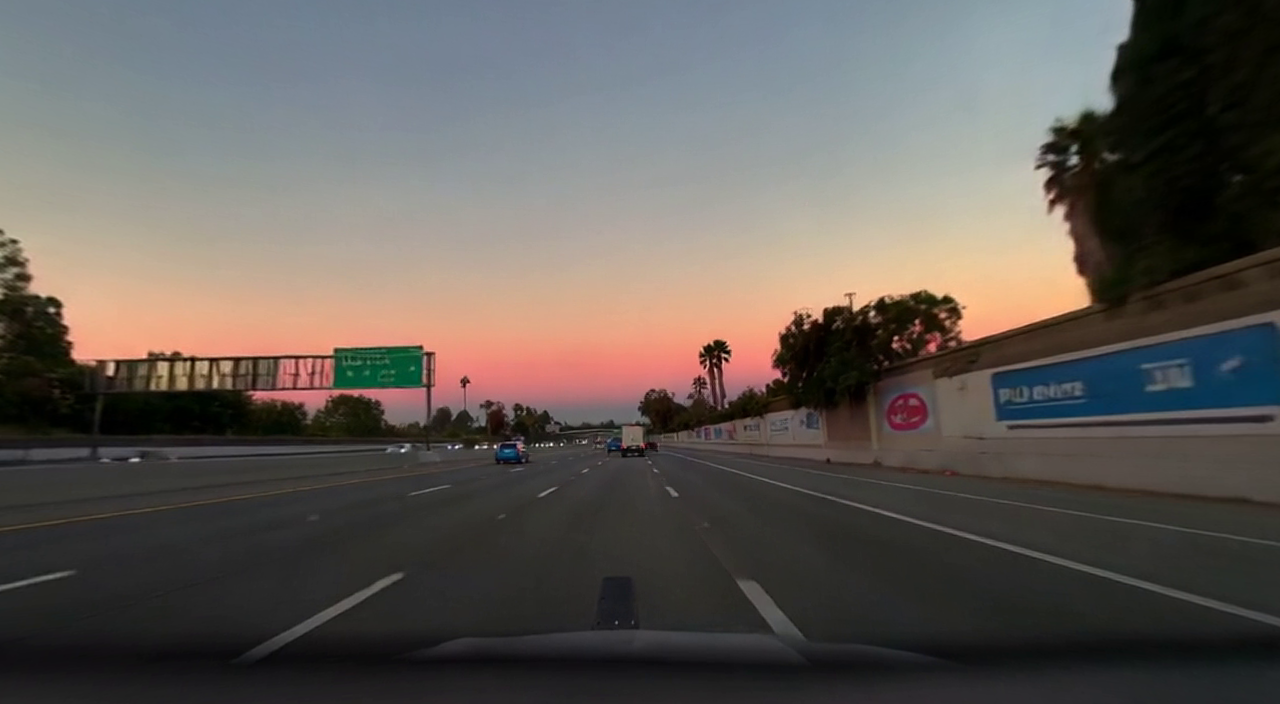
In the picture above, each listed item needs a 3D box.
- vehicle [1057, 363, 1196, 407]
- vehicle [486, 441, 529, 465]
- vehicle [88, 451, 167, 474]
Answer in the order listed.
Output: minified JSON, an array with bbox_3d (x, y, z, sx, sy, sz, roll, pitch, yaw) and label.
[{"bbox_3d":[17.352,1.203,22.631,3.539,1.395,1.688,0,-9,-1],"label":"vehicle"},{"bbox_3d":[-8.890,6.807,42.769,1.971,1.552,4.465,0,-8,-1],"label":"vehicle"},{"bbox_3d":[-37.027,7.953,45.776,1.879,1.522,4.624,0,-8,-1],"label":"vehicle"}]
